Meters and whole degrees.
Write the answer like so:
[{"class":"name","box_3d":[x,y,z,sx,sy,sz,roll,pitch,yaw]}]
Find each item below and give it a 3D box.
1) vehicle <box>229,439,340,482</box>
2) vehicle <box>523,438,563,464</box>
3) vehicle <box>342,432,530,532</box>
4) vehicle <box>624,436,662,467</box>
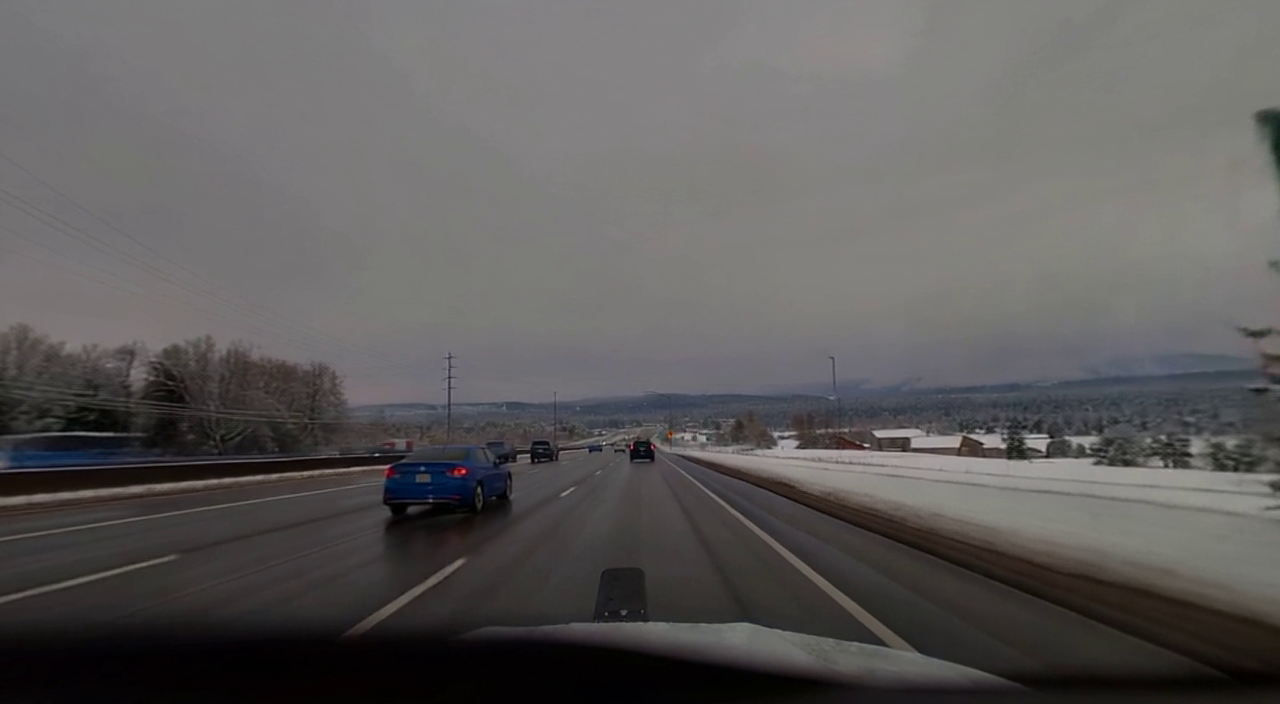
[{"class":"vehicle","box_3d":[-14.504,4.431,26.073,2.047,1.608,4.257,0,-8,1]},{"class":"vehicle","box_3d":[-7.015,7.197,46.152,2.091,1.775,4.601,-1,-8,1]},{"class":"vehicle","box_3d":[-3.582,2.361,12.206,1.967,1.517,4.808,-1,-8,1]},{"class":"vehicle","box_3d":[0.159,6.089,38.713,2.194,1.737,4.127,0,-8,-1]}]
